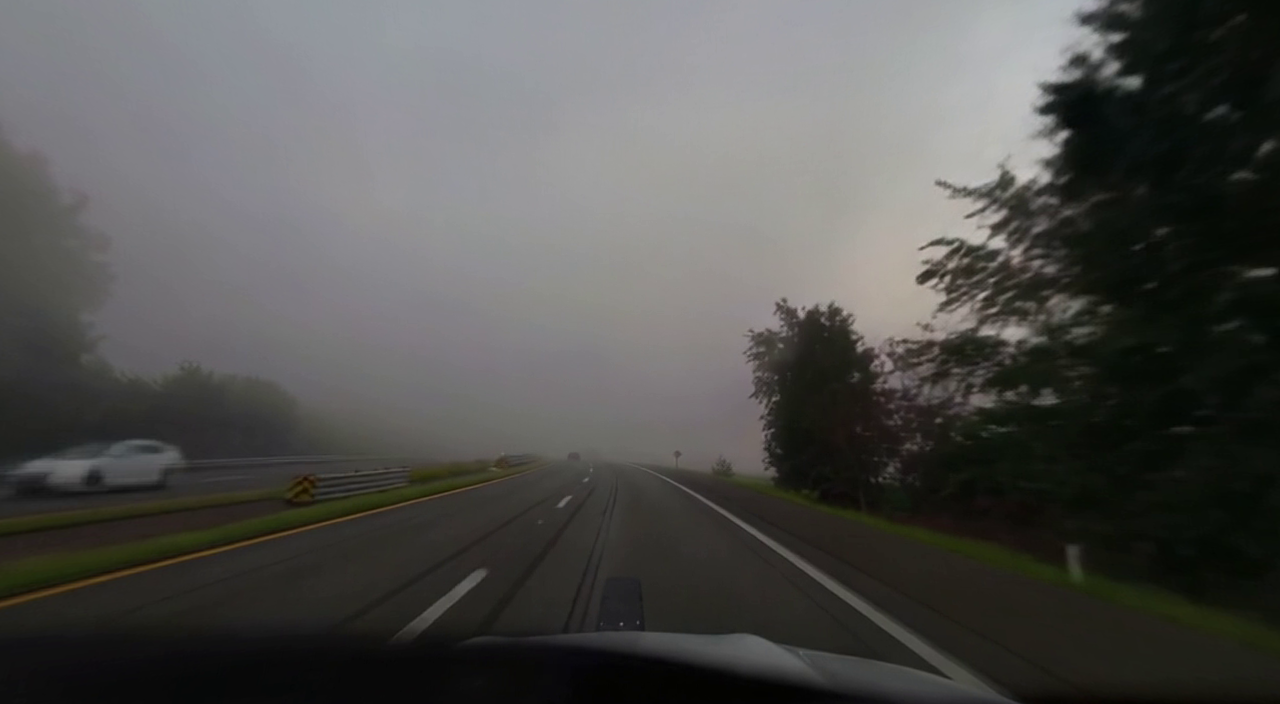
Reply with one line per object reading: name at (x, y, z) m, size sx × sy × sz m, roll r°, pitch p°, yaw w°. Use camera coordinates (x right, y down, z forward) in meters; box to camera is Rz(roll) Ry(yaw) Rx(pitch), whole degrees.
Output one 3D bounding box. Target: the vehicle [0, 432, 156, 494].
vehicle at (-16.632, 3.162, 18.181) m, size 1.879 × 1.547 × 4.378 m, roll 0°, pitch -9°, yaw -1°
